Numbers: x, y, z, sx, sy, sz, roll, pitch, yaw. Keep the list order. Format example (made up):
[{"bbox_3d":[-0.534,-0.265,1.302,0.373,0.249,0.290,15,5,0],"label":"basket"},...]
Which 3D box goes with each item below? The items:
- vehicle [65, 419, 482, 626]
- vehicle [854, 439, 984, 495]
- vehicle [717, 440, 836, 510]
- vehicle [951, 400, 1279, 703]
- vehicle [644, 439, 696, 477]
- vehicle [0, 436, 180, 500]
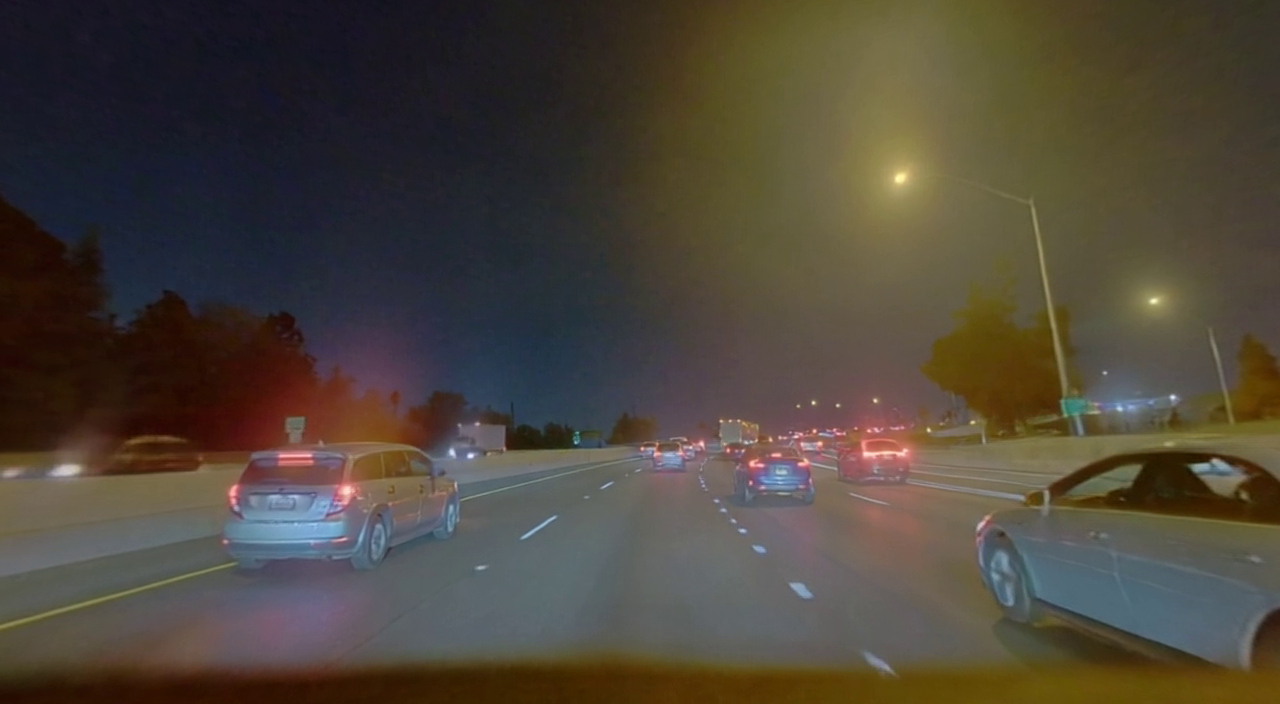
[{"bbox_3d":[-3.373,1.649,7.106,1.937,1.558,4.469,0,-9,1],"label":"vehicle"},{"bbox_3d":[8.311,3.456,19.306,2.014,1.506,4.626,0,-9,2],"label":"vehicle"},{"bbox_3d":[3.208,2.999,15.840,2.009,1.489,4.559,0,-9,1],"label":"vehicle"},{"bbox_3d":[3.351,0.938,2.353,2.014,1.489,4.696,0,-9,1],"label":"vehicle"},{"bbox_3d":[1.379,4.844,28.996,2.201,1.614,3.803,0,-9,3],"label":"vehicle"},{"bbox_3d":[-18.995,3.908,21.658,2.227,1.917,5.034,-1,-9,4],"label":"vehicle"}]
